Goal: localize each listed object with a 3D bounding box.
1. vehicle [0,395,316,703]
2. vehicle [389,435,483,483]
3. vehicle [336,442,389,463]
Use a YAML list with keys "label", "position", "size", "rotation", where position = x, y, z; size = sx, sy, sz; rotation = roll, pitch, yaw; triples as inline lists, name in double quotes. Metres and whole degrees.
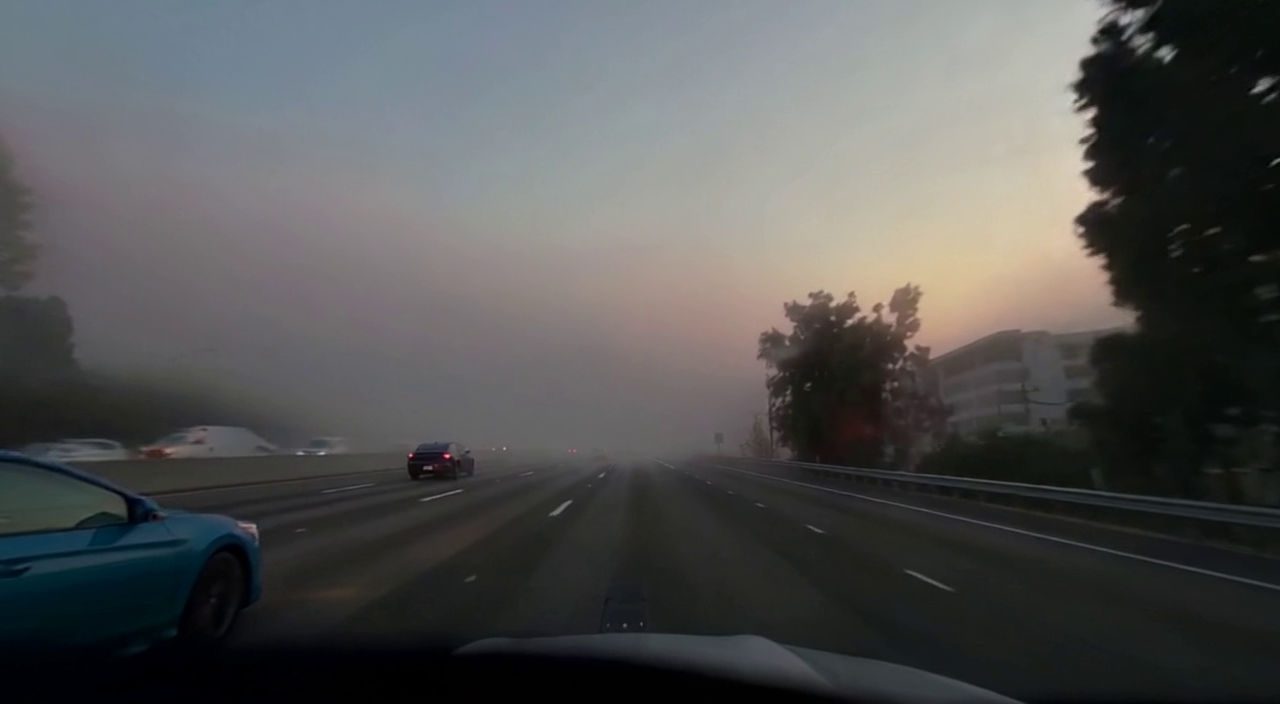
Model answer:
- label: "vehicle"
  position: [-3.689, 0.957, 2.478]
  size: [2.144, 1.565, 4.951]
  rotation: [0, -8, 1]
- label: "vehicle"
  position: [-7.777, 4.122, 24.529]
  size: [2.118, 1.675, 4.395]
  rotation: [0, -8, 1]
- label: "vehicle"
  position: [-20.562, 7.434, 46.962]
  size: [1.862, 1.440, 4.520]
  rotation: [0, -8, 0]
